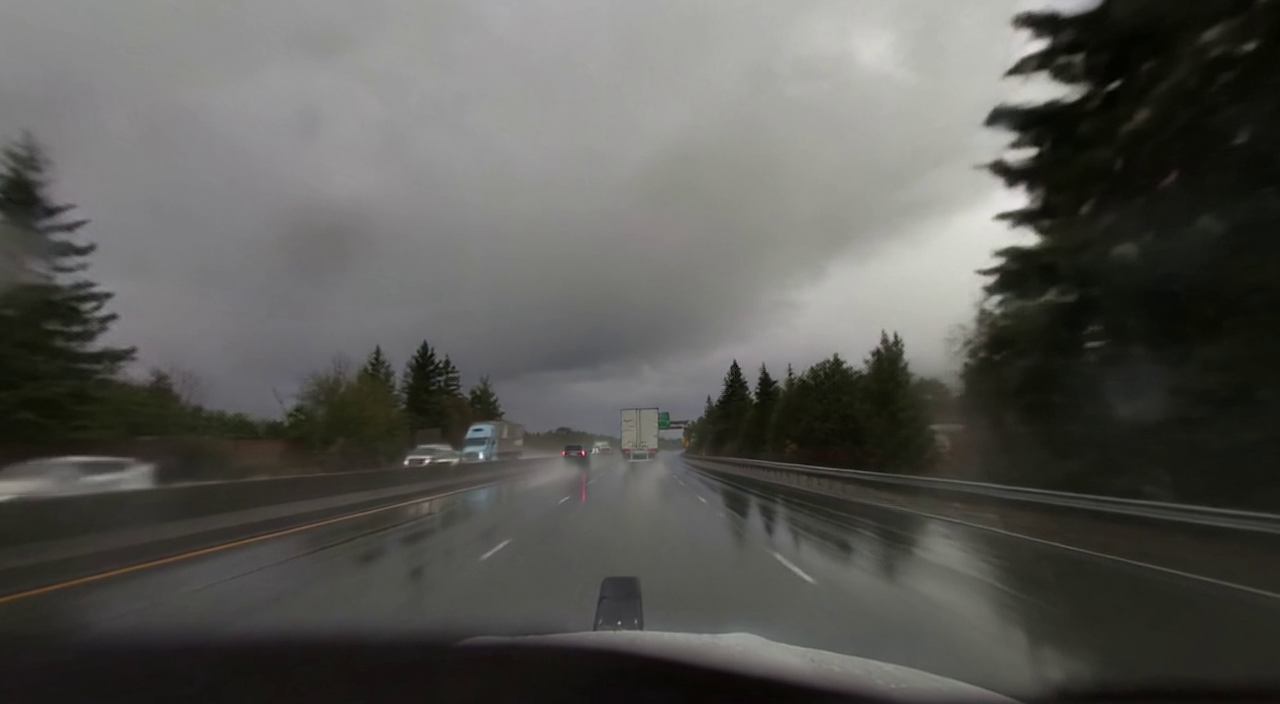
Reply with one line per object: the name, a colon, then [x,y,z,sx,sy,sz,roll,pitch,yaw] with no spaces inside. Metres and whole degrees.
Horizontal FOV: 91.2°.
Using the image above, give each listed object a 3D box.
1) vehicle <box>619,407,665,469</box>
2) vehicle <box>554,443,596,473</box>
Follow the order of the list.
vehicle: [0.031,6.581,47.308,3.100,4.091,10.664,0,-9,-1]
vehicle: [-3.747,6.207,36.821,2.112,1.645,4.129,0,-9,-1]
